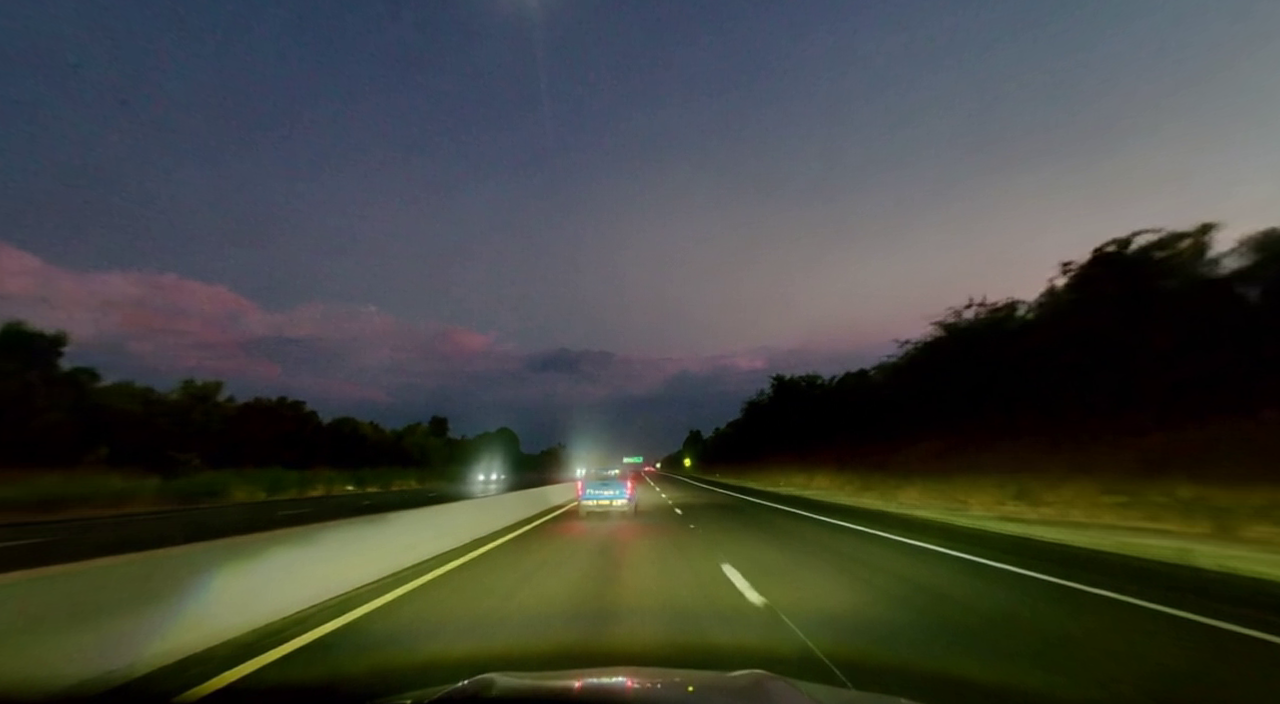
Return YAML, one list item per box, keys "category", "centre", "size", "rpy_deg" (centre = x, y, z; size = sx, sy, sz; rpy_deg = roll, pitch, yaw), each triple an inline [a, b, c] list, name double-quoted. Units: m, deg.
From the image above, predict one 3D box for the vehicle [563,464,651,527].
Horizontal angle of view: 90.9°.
- category: "vehicle"
  centre: [-0.804, 3.988, 18.009]
  size: [2.135, 1.506, 5.041]
  rpy_deg: [1, -10, 0]
